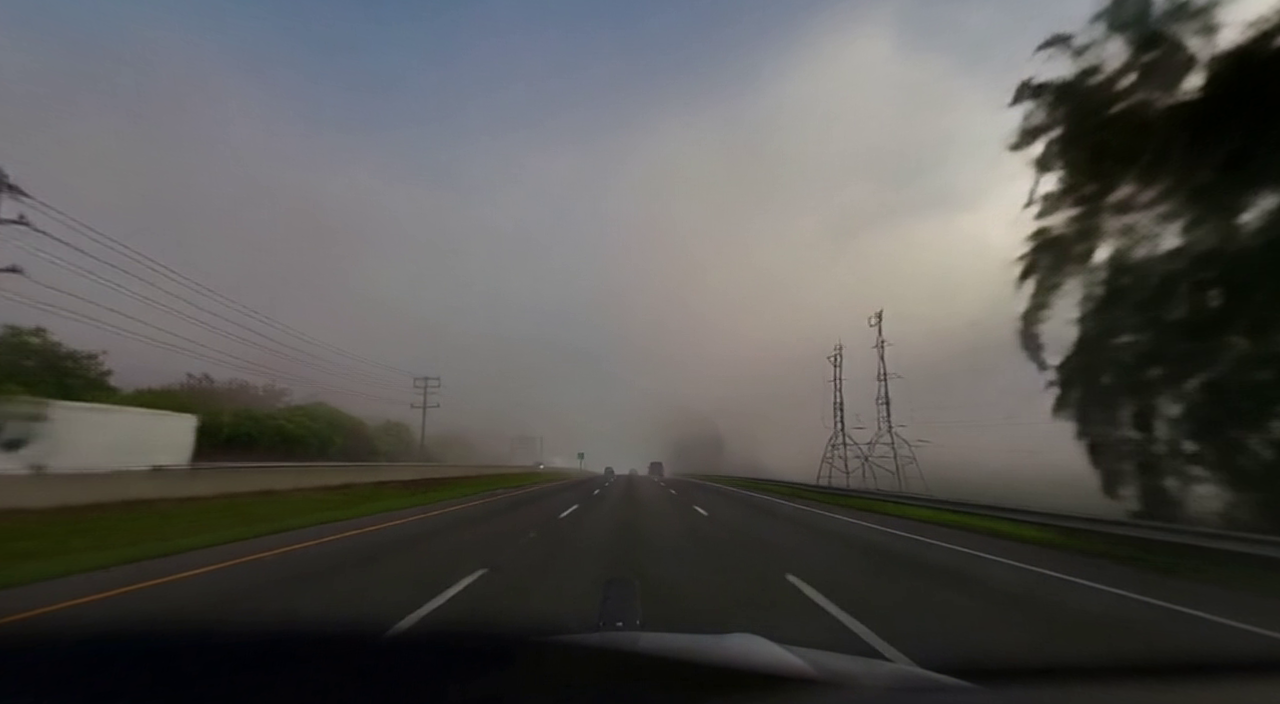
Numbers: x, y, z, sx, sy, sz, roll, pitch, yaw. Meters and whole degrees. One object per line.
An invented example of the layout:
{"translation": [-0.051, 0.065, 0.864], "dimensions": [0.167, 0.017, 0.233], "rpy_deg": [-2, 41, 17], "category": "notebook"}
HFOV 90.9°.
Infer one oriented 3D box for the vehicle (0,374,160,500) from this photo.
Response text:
{"translation": [-16.909, 2.267, 16.683], "dimensions": [2.713, 3.016, 6.960], "rpy_deg": [2, -10, 0], "category": "vehicle"}
